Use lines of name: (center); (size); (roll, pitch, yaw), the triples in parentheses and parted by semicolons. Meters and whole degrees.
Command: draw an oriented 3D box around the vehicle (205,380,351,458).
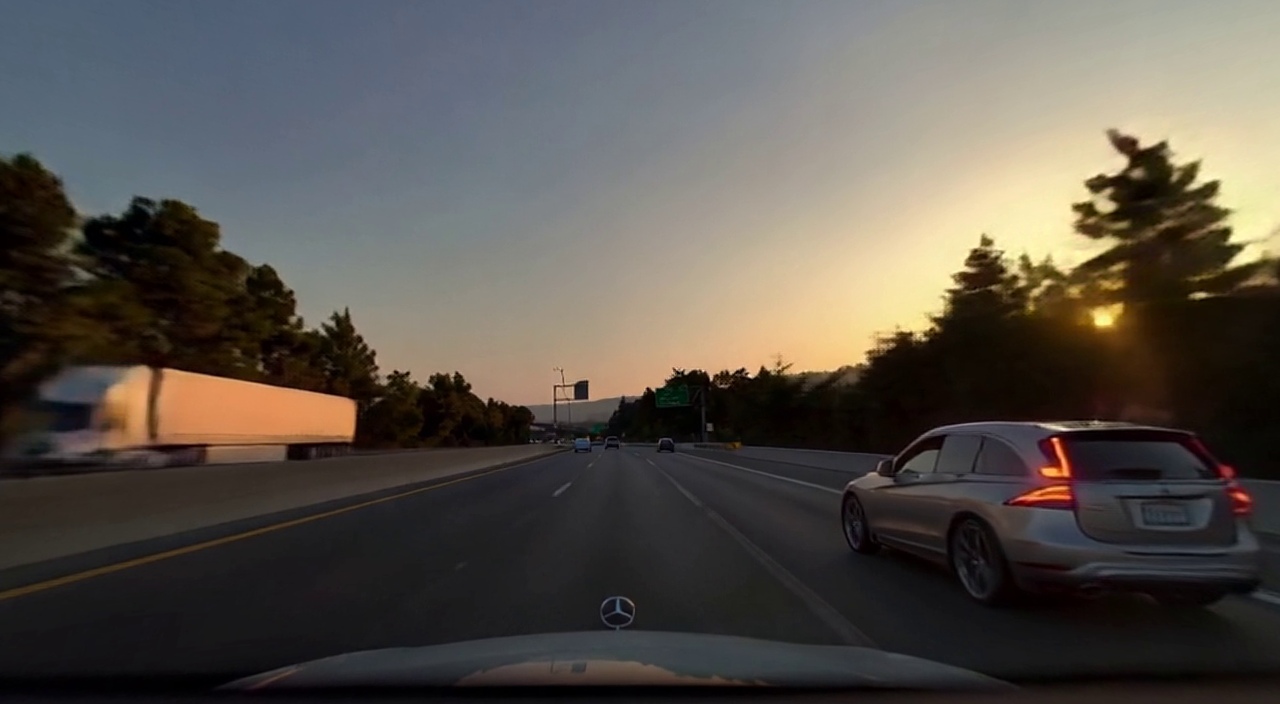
vehicle: (-20.801, 4.140, 37.193); (2.966, 3.974, 9.687); (0, -8, -1)

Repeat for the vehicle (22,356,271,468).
vehicle: (-20.561, 2.843, 27.522); (2.914, 3.993, 9.893); (0, -8, -1)
